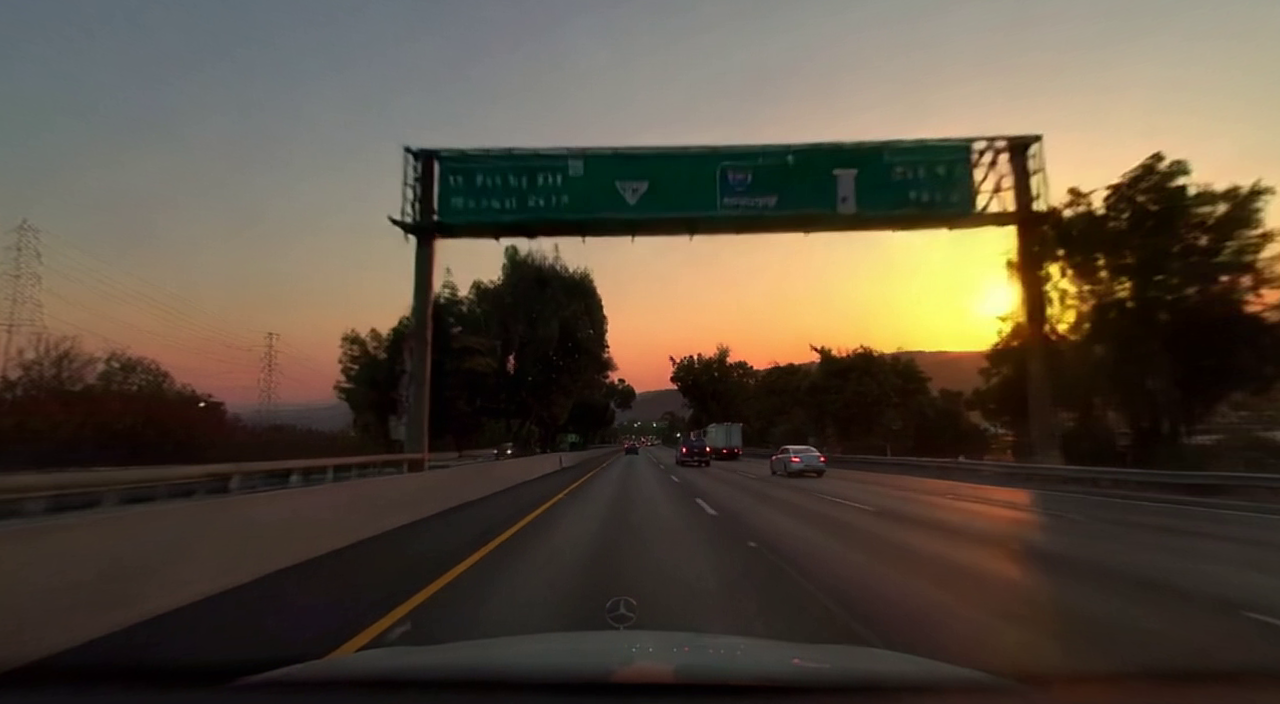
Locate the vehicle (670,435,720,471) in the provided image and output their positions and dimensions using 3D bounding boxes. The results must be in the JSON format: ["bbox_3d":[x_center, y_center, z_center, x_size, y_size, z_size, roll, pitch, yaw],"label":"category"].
[{"bbox_3d":[2.919,5.523,34.701,2.258,1.824,4.908,0,-9,-1],"label":"vehicle"}]

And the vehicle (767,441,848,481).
[{"bbox_3d":[6.493,4.268,25.025,2.009,1.456,4.097,0,-9,-1],"label":"vehicle"}]
